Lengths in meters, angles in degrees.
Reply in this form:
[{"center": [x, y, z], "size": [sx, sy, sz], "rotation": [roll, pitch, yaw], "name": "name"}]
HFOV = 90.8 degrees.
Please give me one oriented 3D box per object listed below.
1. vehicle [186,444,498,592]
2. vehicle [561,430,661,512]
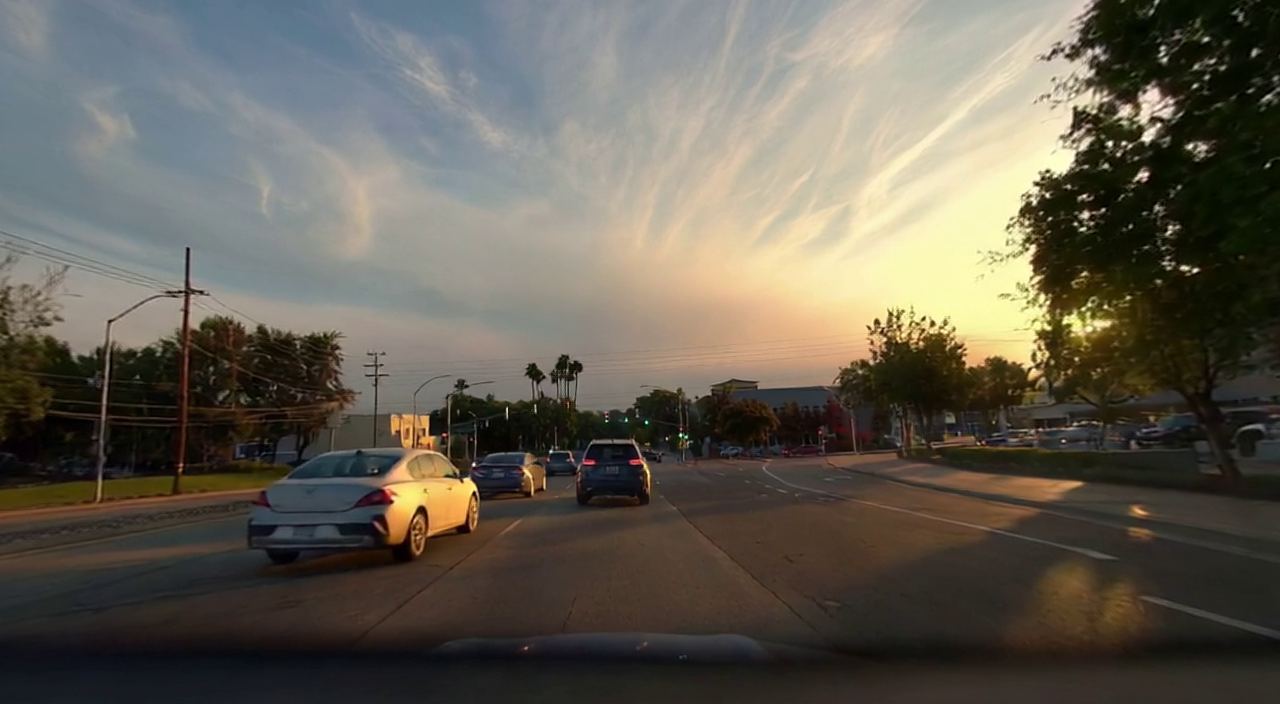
[{"center": [-3.504, 2.000, 8.608], "size": [2.064, 1.464, 4.373], "rotation": [0, -8, 1], "name": "vehicle"}, {"center": [-0.677, 3.017, 16.430], "size": [2.276, 1.850, 3.897], "rotation": [0, -8, -1], "name": "vehicle"}]
